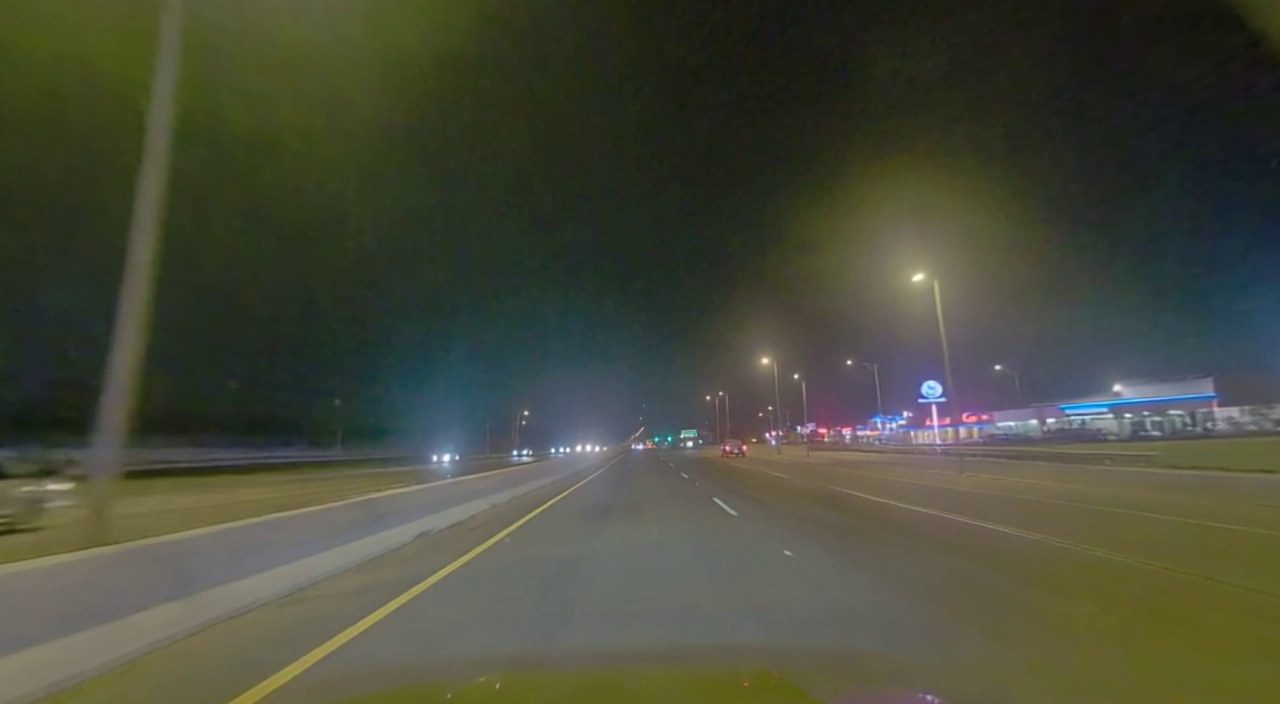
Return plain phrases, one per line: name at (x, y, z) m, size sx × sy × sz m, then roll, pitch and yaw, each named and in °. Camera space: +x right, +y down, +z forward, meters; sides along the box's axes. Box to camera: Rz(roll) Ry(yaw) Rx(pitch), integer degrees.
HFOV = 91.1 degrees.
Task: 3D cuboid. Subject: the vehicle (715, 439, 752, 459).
vehicle at (7.229, 7.570, 49.041) m, size 2.079 × 1.518 × 5.032 m, roll 0°, pitch -8°, yaw -1°
